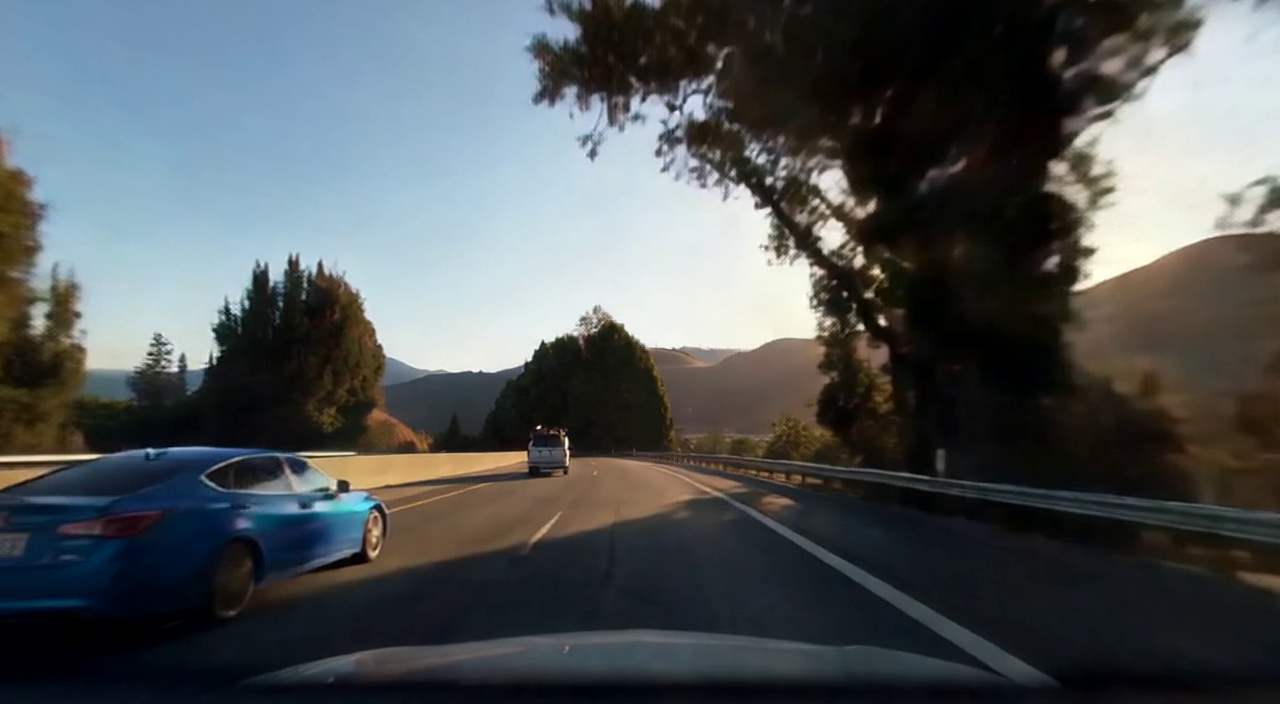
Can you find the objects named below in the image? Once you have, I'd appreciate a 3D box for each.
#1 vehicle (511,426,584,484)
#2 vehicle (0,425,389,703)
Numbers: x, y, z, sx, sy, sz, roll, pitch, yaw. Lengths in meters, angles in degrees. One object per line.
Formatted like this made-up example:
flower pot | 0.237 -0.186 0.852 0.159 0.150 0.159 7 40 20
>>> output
vehicle | -3.861 4.451 27.573 2.444 2.204 5.568 -1 -9 -1
vehicle | -4.011 1.418 4.966 2.097 1.511 4.585 -1 -9 1
